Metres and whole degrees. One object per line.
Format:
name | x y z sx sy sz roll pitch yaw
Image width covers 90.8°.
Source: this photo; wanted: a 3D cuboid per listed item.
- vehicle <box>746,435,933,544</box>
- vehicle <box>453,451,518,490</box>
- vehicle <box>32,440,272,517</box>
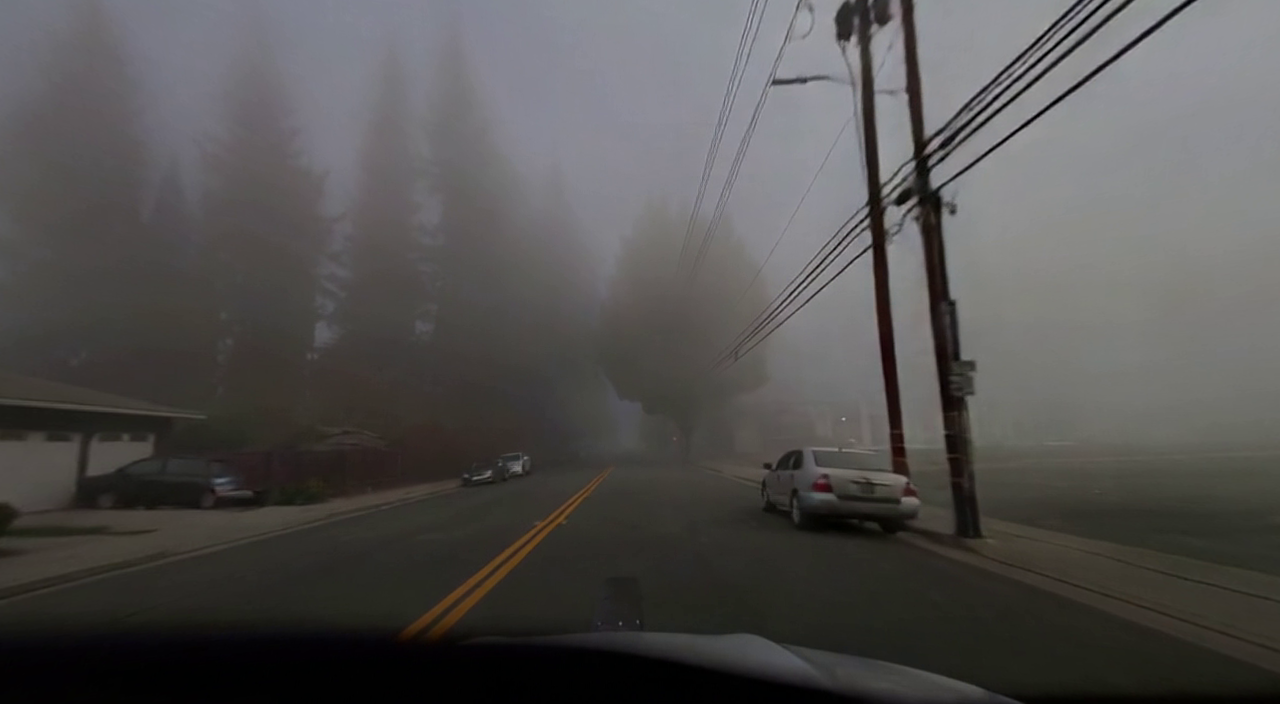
vehicle | 3.127 2.216 10.836 1.843 1.495 3.930 0 -8 -1
vehicle | -6.767 5.192 28.057 1.815 1.402 4.559 -4 -8 -2
vehicle | -12.441 3.216 16.371 4.502 1.813 1.948 0 -8 -1
